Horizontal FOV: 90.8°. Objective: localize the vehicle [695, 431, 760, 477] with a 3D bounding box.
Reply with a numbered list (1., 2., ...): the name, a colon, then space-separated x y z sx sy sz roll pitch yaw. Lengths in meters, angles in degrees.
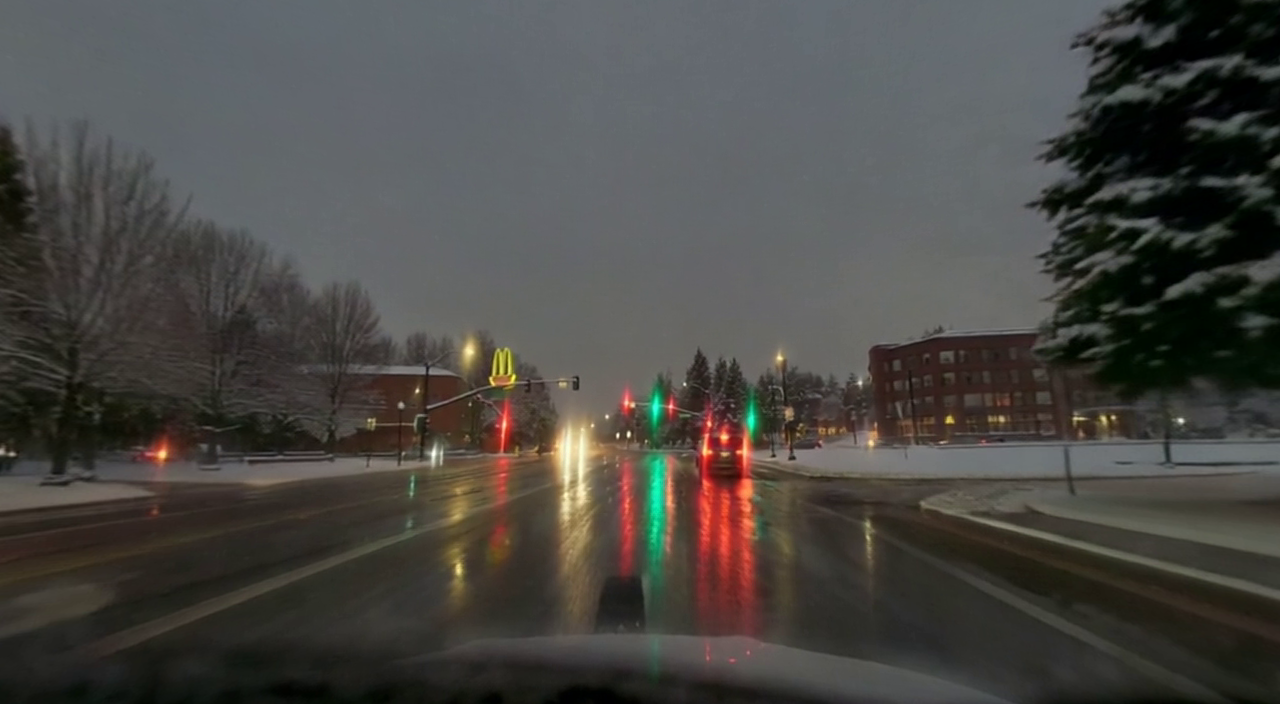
1. vehicle: 3.388 4.060 25.312 2.230 1.683 4.204 -1 -8 3
